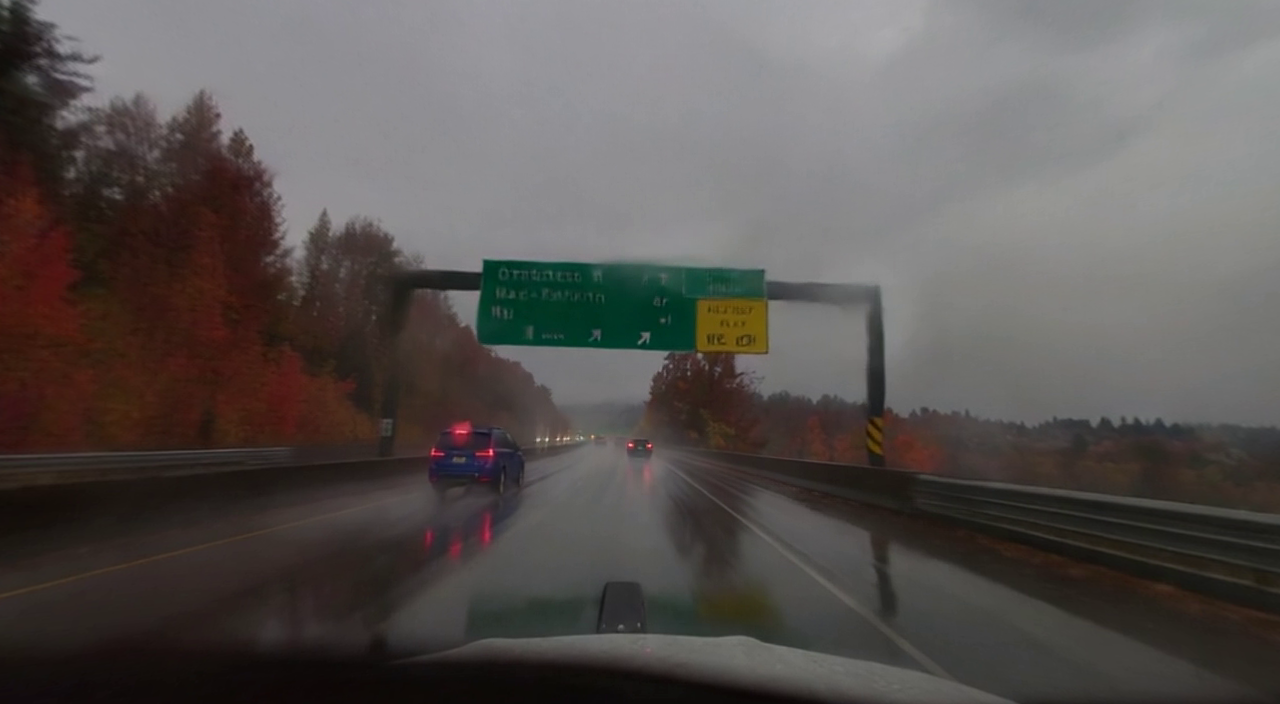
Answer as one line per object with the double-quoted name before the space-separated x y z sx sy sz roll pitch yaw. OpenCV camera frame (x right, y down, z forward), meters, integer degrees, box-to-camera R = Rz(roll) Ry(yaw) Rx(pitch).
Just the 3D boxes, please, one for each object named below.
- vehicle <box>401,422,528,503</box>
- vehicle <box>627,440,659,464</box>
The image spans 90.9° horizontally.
"vehicle" -4.168 2.683 15.724 1.924 1.720 4.195 0 -8 0
"vehicle" 0.179 6.455 40.772 1.939 1.497 3.863 0 -8 -1
